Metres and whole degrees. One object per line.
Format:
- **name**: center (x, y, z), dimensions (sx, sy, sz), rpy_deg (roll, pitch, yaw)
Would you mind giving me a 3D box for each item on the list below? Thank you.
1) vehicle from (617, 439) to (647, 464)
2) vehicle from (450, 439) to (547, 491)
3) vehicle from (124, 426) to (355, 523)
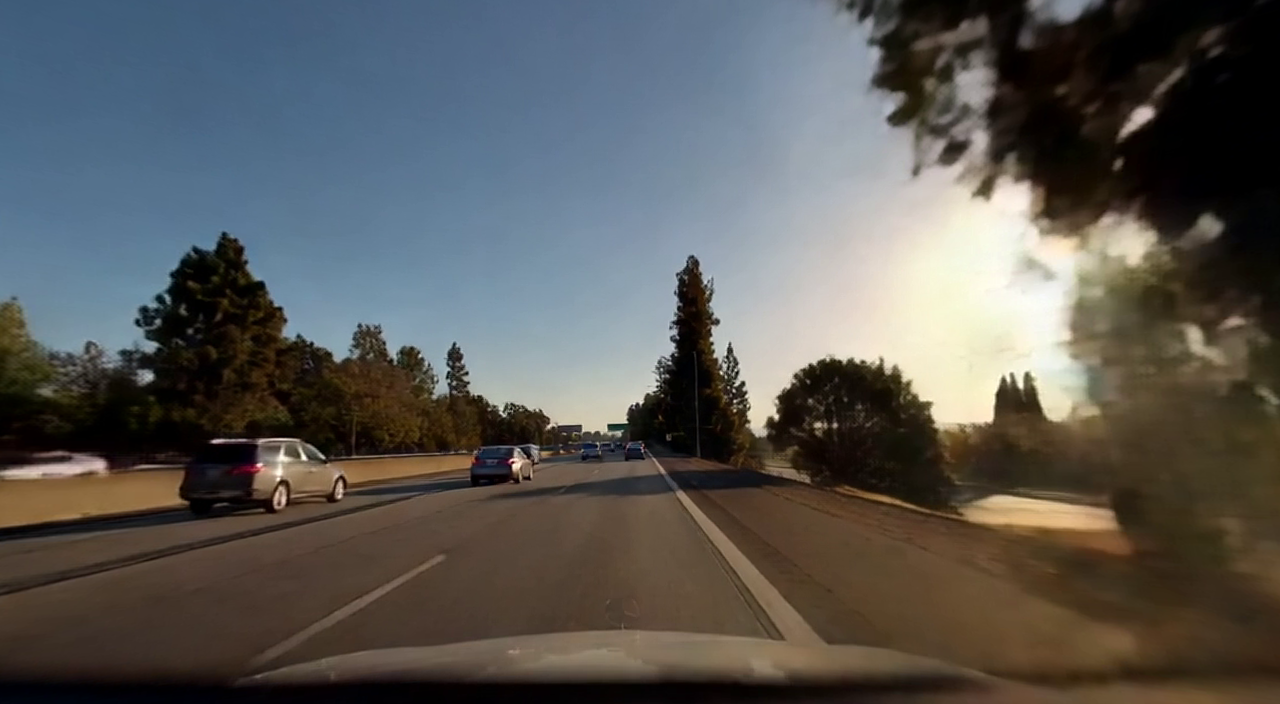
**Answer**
- **vehicle**: center (-0.580, 7.340, 46.916), dimensions (2.179, 1.742, 4.396), rpy_deg (0, -8, 0)
- **vehicle**: center (-4.732, 3.833, 21.911), dimensions (2.102, 1.562, 4.884), rpy_deg (-1, -8, 2)
- **vehicle**: center (-8.620, 2.657, 14.280), dimensions (2.091, 1.795, 4.617), rpy_deg (-1, -8, 1)
